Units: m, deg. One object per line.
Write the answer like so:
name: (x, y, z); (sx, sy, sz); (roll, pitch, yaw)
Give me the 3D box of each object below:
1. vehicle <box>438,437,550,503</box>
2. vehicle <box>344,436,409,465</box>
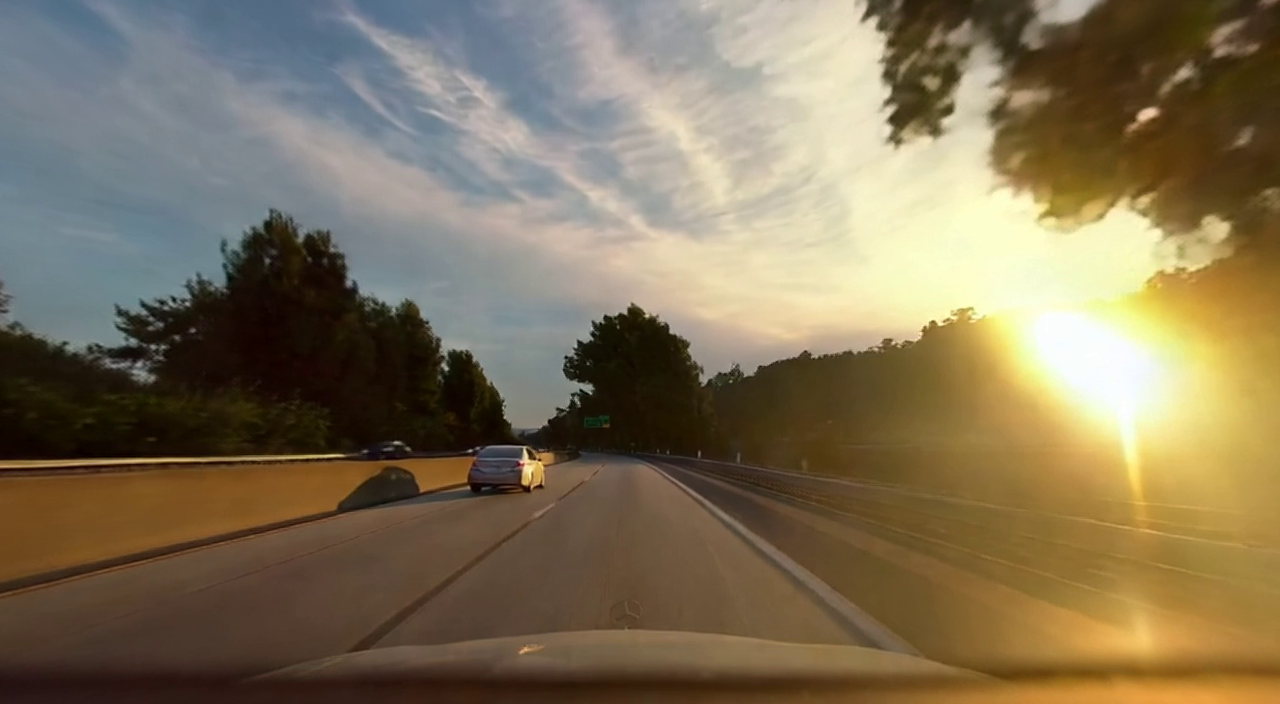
vehicle: (-3.693, 3.062, 16.703); (1.990, 1.532, 3.911); (0, -9, 0)
vehicle: (-16.101, 6.066, 38.778); (2.094, 1.604, 4.645); (0, -9, -1)
